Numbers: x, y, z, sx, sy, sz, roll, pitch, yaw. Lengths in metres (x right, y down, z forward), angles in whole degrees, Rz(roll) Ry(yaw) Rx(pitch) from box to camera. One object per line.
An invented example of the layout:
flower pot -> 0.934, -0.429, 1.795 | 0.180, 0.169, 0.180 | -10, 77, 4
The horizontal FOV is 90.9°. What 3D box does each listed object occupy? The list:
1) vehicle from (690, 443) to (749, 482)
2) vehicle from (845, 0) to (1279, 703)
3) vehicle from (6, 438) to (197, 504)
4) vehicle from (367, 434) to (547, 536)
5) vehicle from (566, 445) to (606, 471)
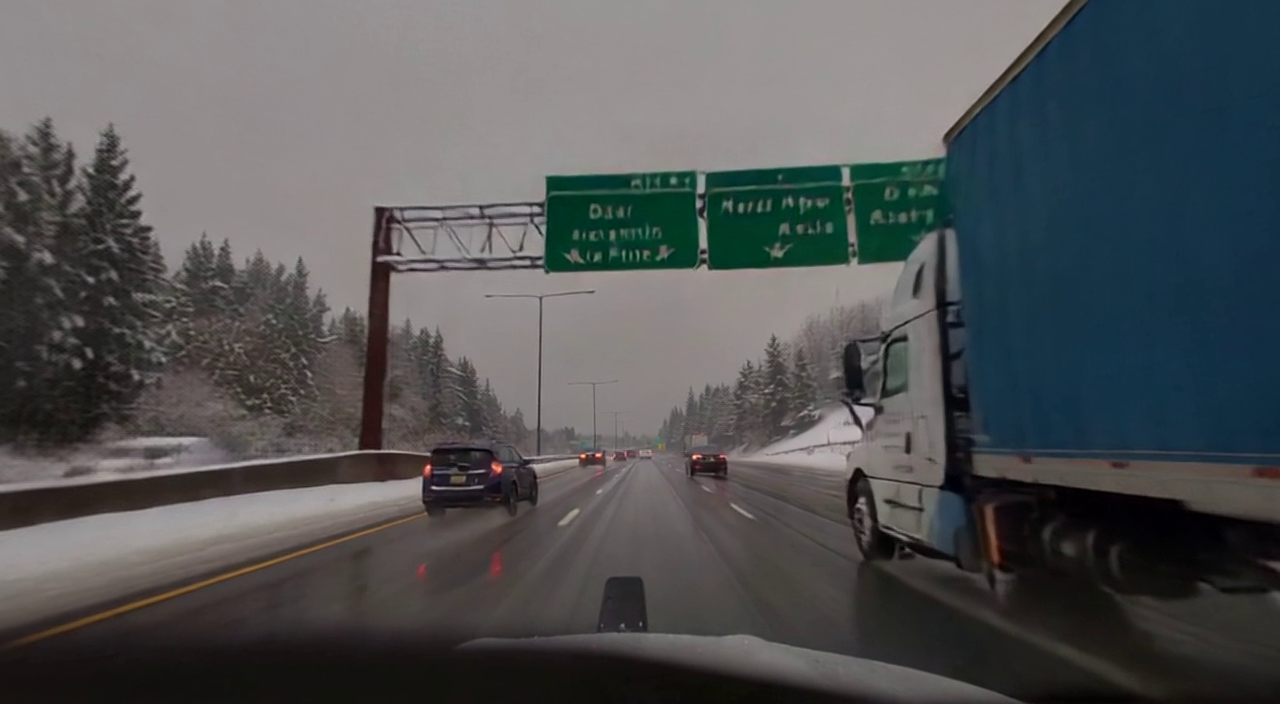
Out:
vehicle -> 3.235, 4.573, 26.515 | 2.040, 1.461, 4.822 | -1, -8, 2
vehicle -> 3.955, -0.280, 2.015 | 2.985, 3.895, 11.239 | -1, -8, 1
vehicle -> -19.619, 4.317, 23.466 | 2.324, 2.129, 5.351 | -1, -8, 1
vehicle -> -3.267, 2.471, 12.515 | 1.974, 1.589, 5.047 | -1, -8, 1
vehicle -> -3.405, 6.760, 40.465 | 2.099, 1.494, 4.504 | -1, -8, 1
